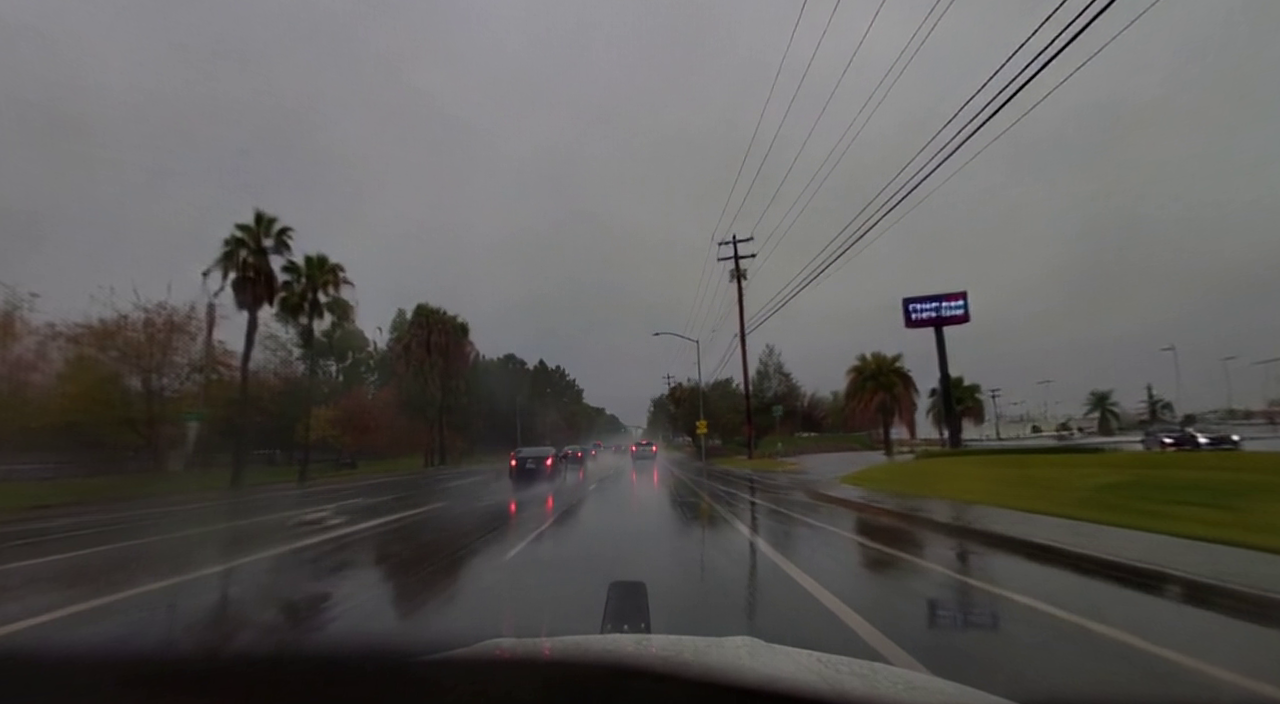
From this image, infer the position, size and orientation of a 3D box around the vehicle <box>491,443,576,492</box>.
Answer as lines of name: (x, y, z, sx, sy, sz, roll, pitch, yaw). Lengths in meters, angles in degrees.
vehicle: (-3.404, 3.783, 20.956, 1.982, 1.451, 4.152, -1, -9, 2)

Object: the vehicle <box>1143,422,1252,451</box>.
vehicle: (32.067, 4.937, 36.484, 1.806, 1.552, 4.740, 0, -9, -3)

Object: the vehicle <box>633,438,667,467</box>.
vehicle: (0.637, 6.648, 41.639, 2.155, 1.781, 3.977, 0, -9, 0)
